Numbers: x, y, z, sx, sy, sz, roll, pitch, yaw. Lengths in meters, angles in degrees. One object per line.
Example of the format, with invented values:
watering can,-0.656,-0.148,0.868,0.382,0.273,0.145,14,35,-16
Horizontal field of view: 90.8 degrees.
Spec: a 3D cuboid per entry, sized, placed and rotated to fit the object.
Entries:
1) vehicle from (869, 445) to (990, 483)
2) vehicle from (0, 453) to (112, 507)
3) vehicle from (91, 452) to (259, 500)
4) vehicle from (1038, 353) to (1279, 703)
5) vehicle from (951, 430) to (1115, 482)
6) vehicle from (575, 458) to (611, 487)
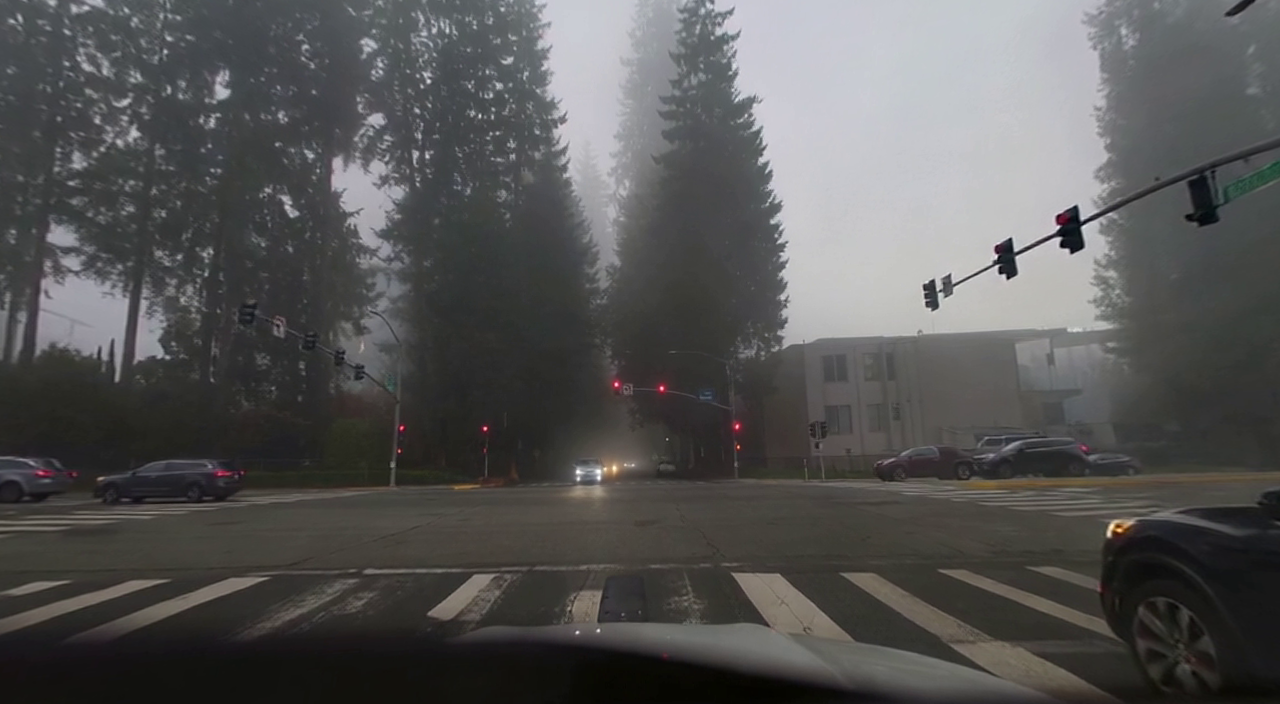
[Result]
vehicle,15.552,6.023,34.201,5.220,1.897,2.596,0,-9,0
vehicle,-22.065,4.468,22.293,4.748,1.727,2.325,0,-9,1
vehicle,-18.735,5.030,25.703,4.798,1.763,2.536,-1,-10,0
vehicle,3.745,0.819,2.311,2.227,1.705,4.719,-2,-9,11
vehicle,18.985,5.051,30.841,6.109,2.348,2.683,0,-9,0
vehicle,-3.181,7.970,42.091,2.162,1.740,4.728,1,-9,-7
